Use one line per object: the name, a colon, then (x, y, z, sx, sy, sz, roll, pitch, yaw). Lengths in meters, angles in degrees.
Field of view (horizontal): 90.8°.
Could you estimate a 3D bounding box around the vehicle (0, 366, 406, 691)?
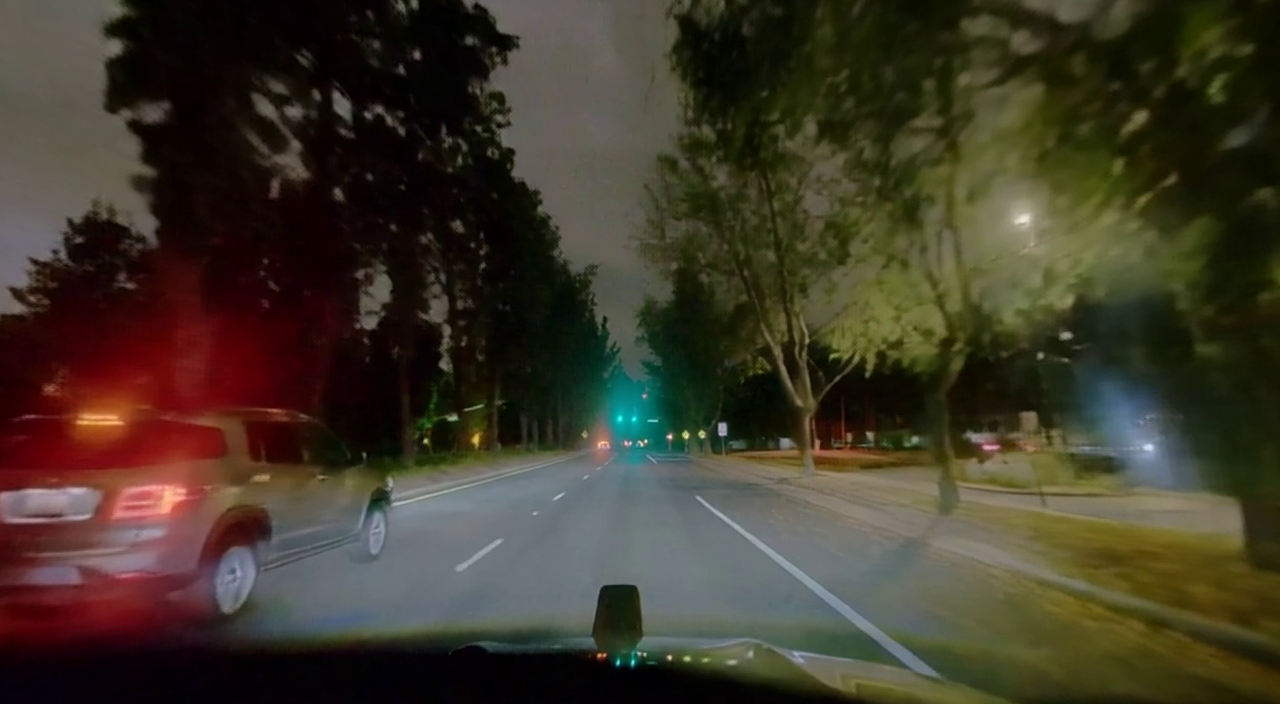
vehicle: (-3.770, 1.242, 5.469, 2.018, 1.769, 3.897, 0, -8, -1)
